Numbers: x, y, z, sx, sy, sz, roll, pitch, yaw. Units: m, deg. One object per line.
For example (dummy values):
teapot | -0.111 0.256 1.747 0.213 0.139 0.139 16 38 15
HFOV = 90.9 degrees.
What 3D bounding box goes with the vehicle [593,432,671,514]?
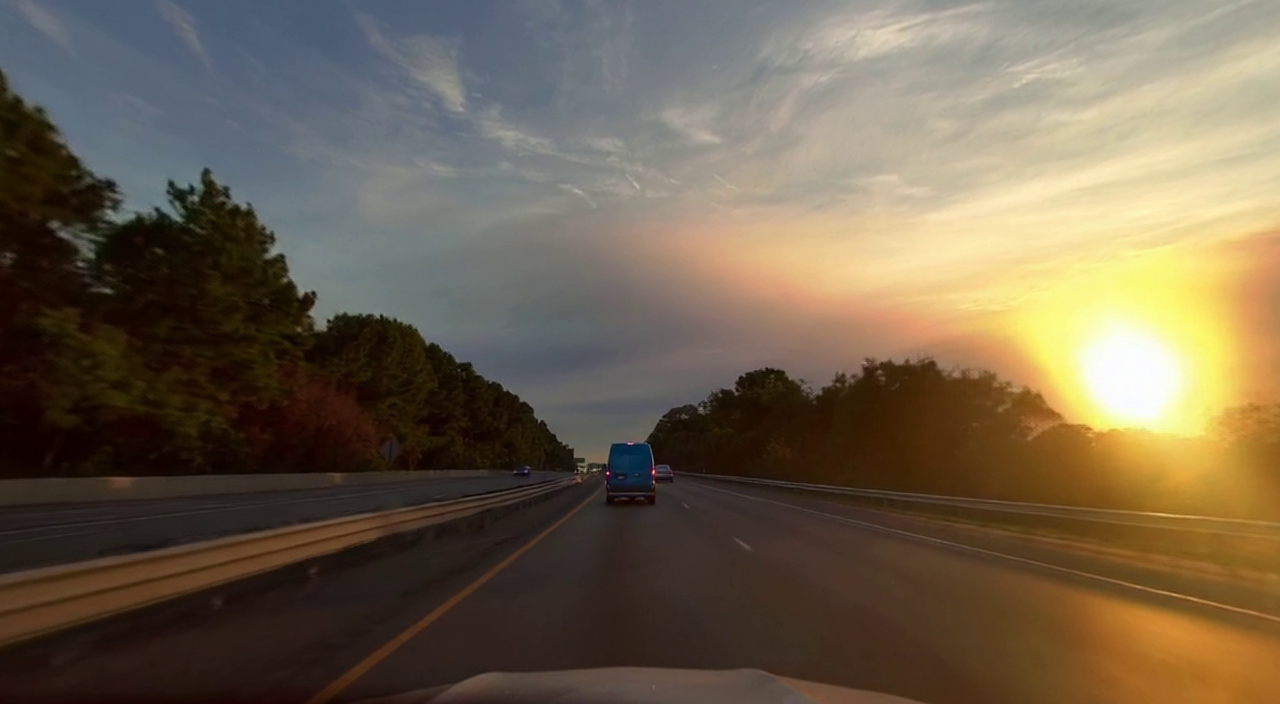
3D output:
vehicle | -0.384 4.249 22.355 2.375 2.432 6.161 1 -10 -3
